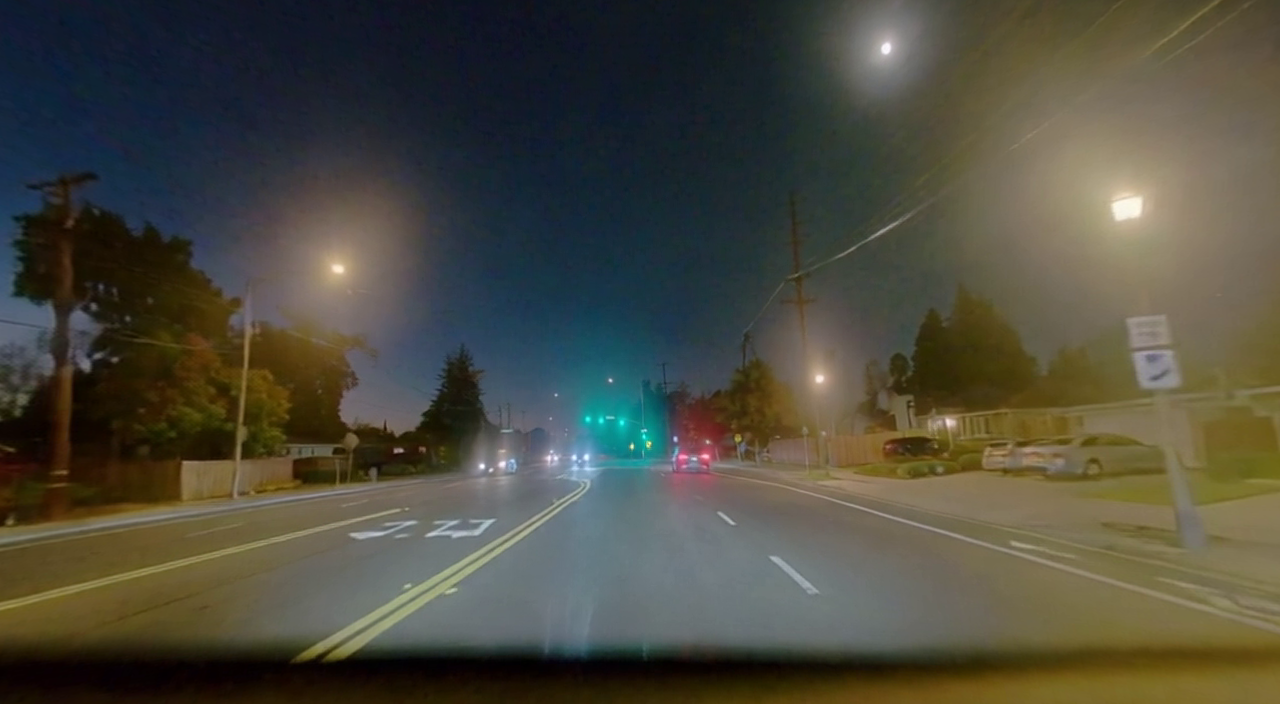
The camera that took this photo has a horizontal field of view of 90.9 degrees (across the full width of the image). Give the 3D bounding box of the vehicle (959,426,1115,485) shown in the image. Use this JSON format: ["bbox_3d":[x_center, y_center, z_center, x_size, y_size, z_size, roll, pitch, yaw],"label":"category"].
[{"bbox_3d":[12.247,3.250,19.931,1.970,1.561,4.725,-2,-9,3],"label":"vehicle"}]

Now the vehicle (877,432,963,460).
[{"bbox_3d":[18.278,6.166,41.142,4.766,1.493,2.076,-9,-11,30],"label":"vehicle"}]

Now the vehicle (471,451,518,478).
[{"bbox_3d":[-9.748,7.534,42.521,2.050,1.536,4.537,-4,-9,0],"label":"vehicle"}]

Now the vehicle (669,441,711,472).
[{"bbox_3d":[3.195,6.771,41.101,2.144,1.843,4.827,0,-9,-3],"label":"vehicle"}]

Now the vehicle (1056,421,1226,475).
[{"bbox_3d":[15.954,3.104,20.438,1.747,1.405,4.372,-4,-8,-2],"label":"vehicle"}]
